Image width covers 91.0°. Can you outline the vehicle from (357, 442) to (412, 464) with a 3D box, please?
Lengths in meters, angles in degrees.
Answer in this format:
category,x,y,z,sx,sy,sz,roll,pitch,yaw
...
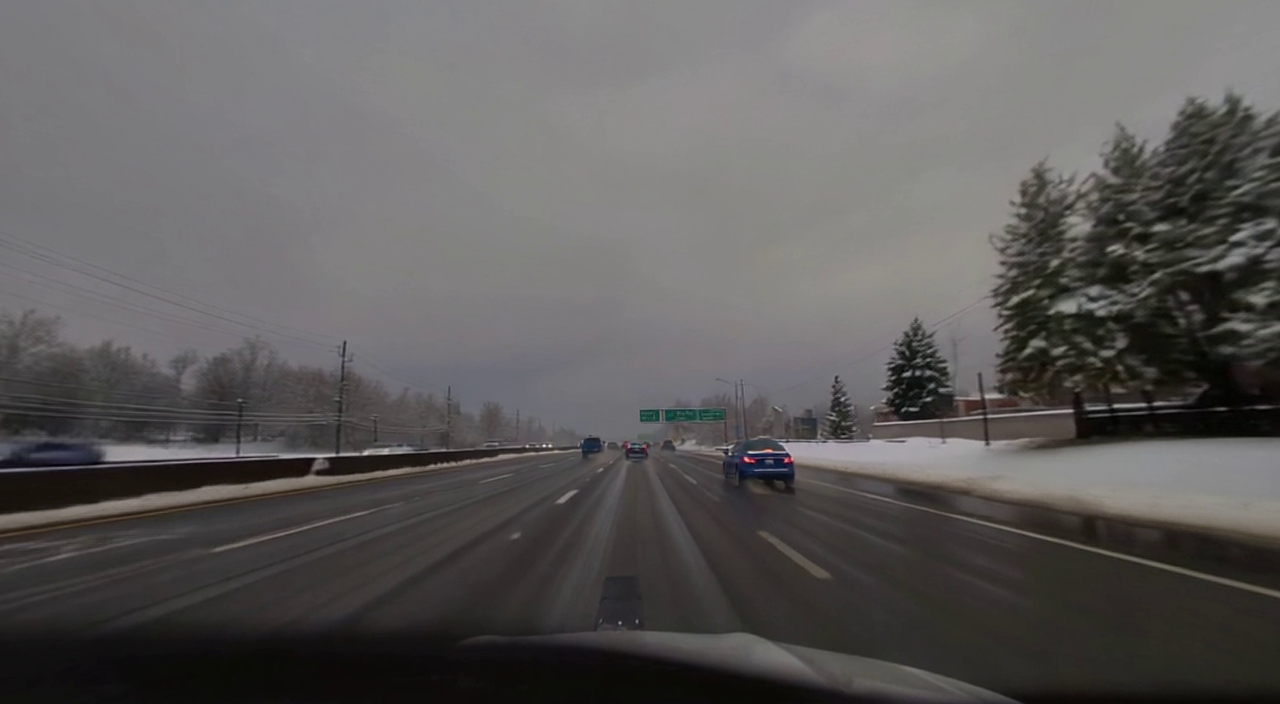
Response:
category,x,y,z,sx,sy,sz,roll,pitch,yaw
vehicle,-19.806,7.820,48.995,2.306,1.598,4.570,0,-8,0

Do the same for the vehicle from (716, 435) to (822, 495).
category,x,y,z,sx,sy,sz,roll,pitch,yaw
vehicle,3.584,3.224,18.390,1.995,1.533,4.463,0,-8,-2

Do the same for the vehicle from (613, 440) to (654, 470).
category,x,y,z,sx,sy,sz,roll,pitch,yaw
vehicle,-0.361,5.453,33.606,2.019,1.472,3.971,0,-8,-1
